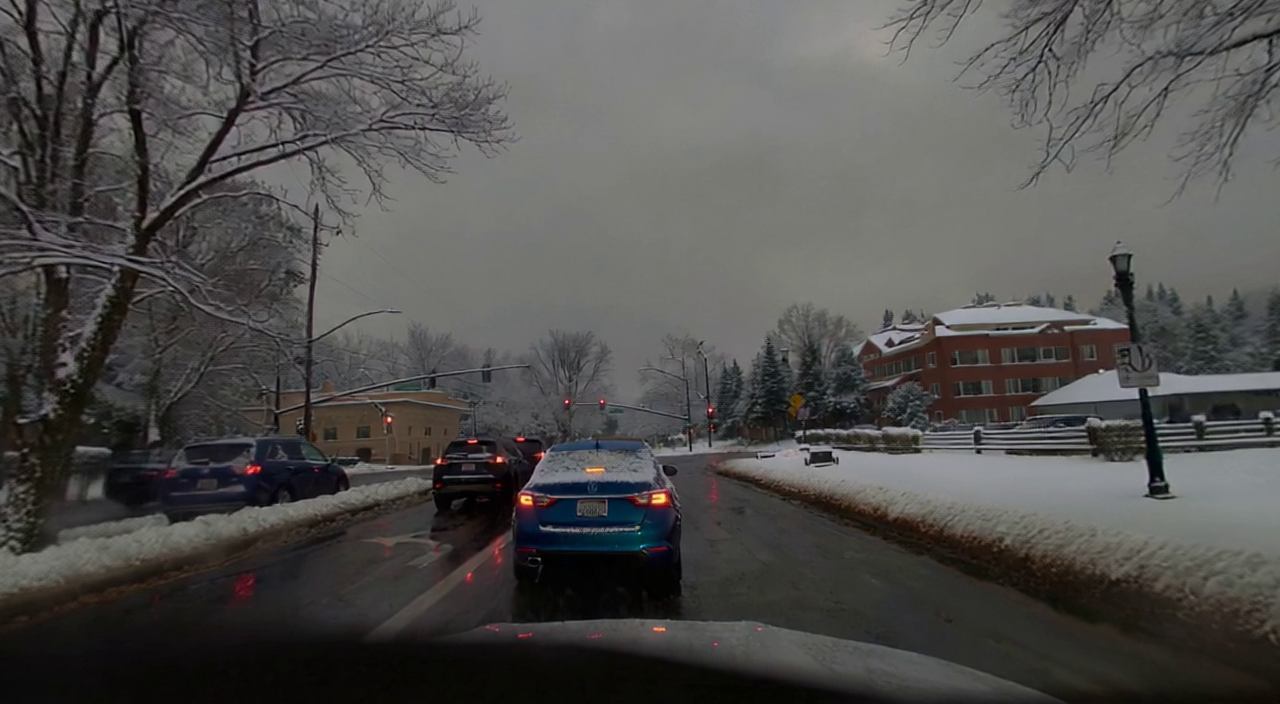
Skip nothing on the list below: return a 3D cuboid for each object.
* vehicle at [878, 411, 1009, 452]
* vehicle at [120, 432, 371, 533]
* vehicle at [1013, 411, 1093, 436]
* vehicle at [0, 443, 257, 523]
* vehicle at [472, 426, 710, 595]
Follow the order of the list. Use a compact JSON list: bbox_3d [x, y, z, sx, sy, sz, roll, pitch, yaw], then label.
[{"bbox_3d":[13.932,3.705,29.227,4.975,1.809,1.956,0,-9,1],"label":"vehicle"},{"bbox_3d":[-7.273,2.430,12.353,2.096,1.593,4.288,0,-9,1],"label":"vehicle"},{"bbox_3d":[30.257,5.264,46.436,4.627,1.671,1.929,-5,-10,28],"label":"vehicle"},{"bbox_3d":[-10.871,2.770,13.959,2.039,1.447,4.496,0,-9,-1],"label":"vehicle"},{"bbox_3d":[-0.420,1.711,7.630,2.104,1.472,3.946,0,-9,0],"label":"vehicle"}]
